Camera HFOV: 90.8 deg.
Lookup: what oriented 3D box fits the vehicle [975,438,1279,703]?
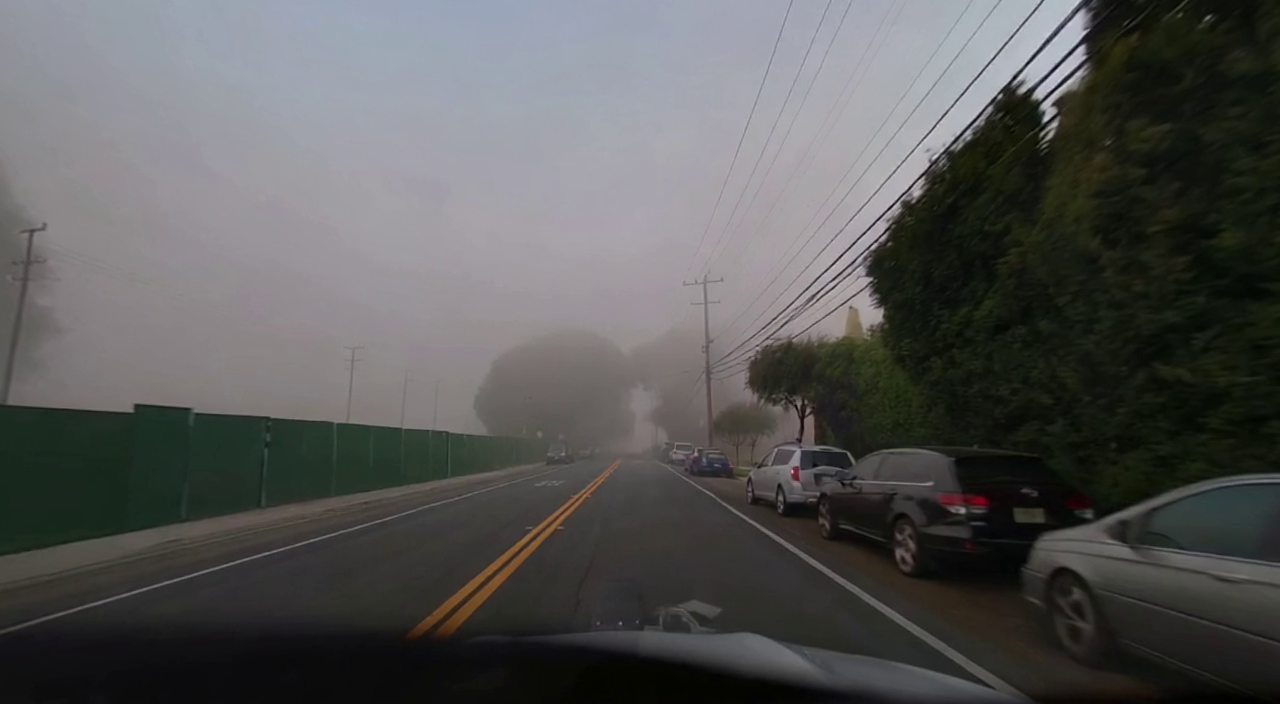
[{"bbox_3d":[3.568,1.082,2.720,1.921,1.406,4.370,0,-9,1],"label":"vehicle"}]

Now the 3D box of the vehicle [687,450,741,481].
[{"bbox_3d":[3.456,5.372,30.240,1.984,1.342,4.066,0,-9,-1],"label":"vehicle"}]

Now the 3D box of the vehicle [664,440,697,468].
[{"bbox_3d":[3.105,7.950,49.233,2.053,2.005,5.495,0,-9,-1],"label":"vehicle"}]

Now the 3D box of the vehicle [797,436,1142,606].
[{"bbox_3d":[3.411,1.801,7.732,1.812,1.454,4.395,0,-9,0],"label":"vehicle"}]
